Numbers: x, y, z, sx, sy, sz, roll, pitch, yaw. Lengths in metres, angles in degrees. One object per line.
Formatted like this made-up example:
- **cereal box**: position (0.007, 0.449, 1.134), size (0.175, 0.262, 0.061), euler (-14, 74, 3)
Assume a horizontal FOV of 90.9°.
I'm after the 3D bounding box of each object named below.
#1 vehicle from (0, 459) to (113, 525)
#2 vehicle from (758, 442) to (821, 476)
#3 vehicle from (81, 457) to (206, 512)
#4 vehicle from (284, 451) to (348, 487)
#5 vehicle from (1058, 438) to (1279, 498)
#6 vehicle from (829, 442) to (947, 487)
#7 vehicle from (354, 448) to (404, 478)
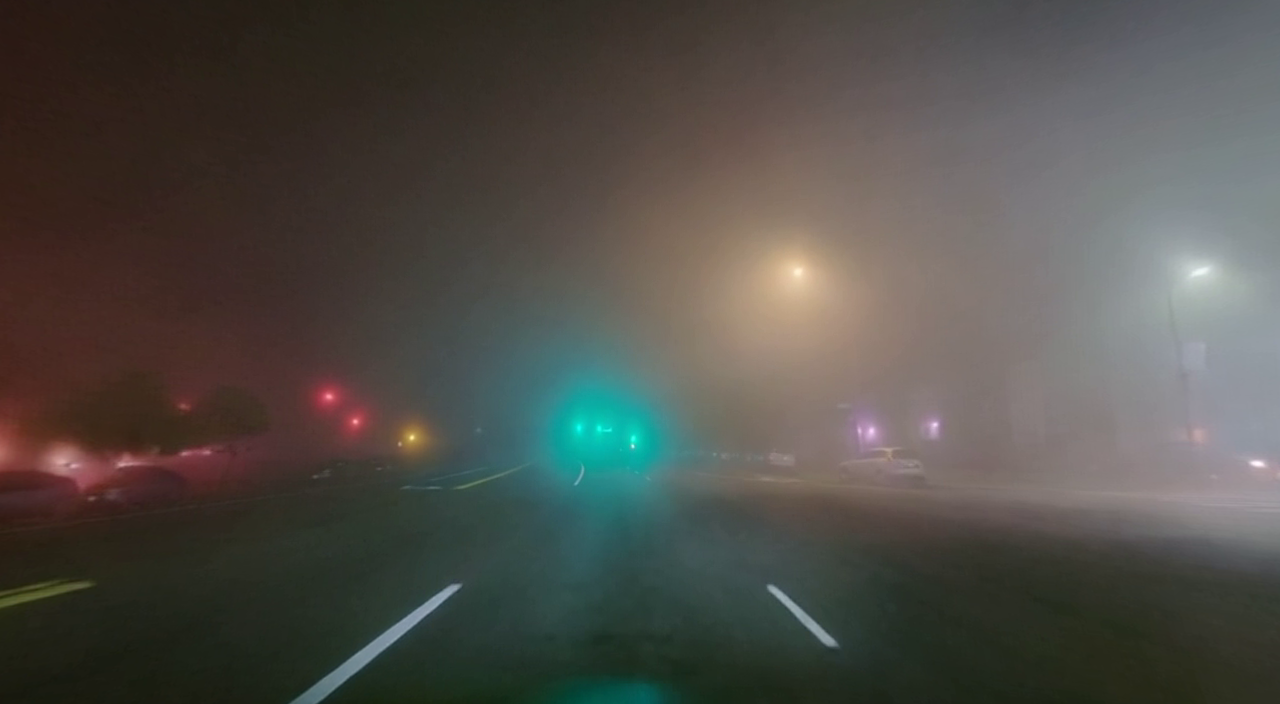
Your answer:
- **vehicle**: position (-17.507, 3.927, 17.600), size (1.802, 1.477, 4.648), euler (-3, -6, -3)
- **vehicle**: position (8.374, 6.058, 35.783), size (2.039, 1.752, 4.876), euler (1, -9, -4)
- **vehicle**: position (-17.769, 4.703, 22.793), size (1.836, 1.512, 3.581), euler (-2, -6, -4)
- **vehicle**: position (-18.825, 6.787, 36.855), size (1.916, 1.657, 4.366), euler (-1, -6, -7)
- **vehicle**: position (16.007, 3.450, 19.072), size (5.088, 1.538, 2.114), euler (-2, -7, 3)
- **vehicle**: position (9.881, 4.489, 25.459), size (1.919, 1.627, 4.196), euler (5, -10, -25)
- **vehicle**: position (-20.181, 8.588, 49.048), size (2.111, 1.908, 5.586), euler (0, -7, -7)
